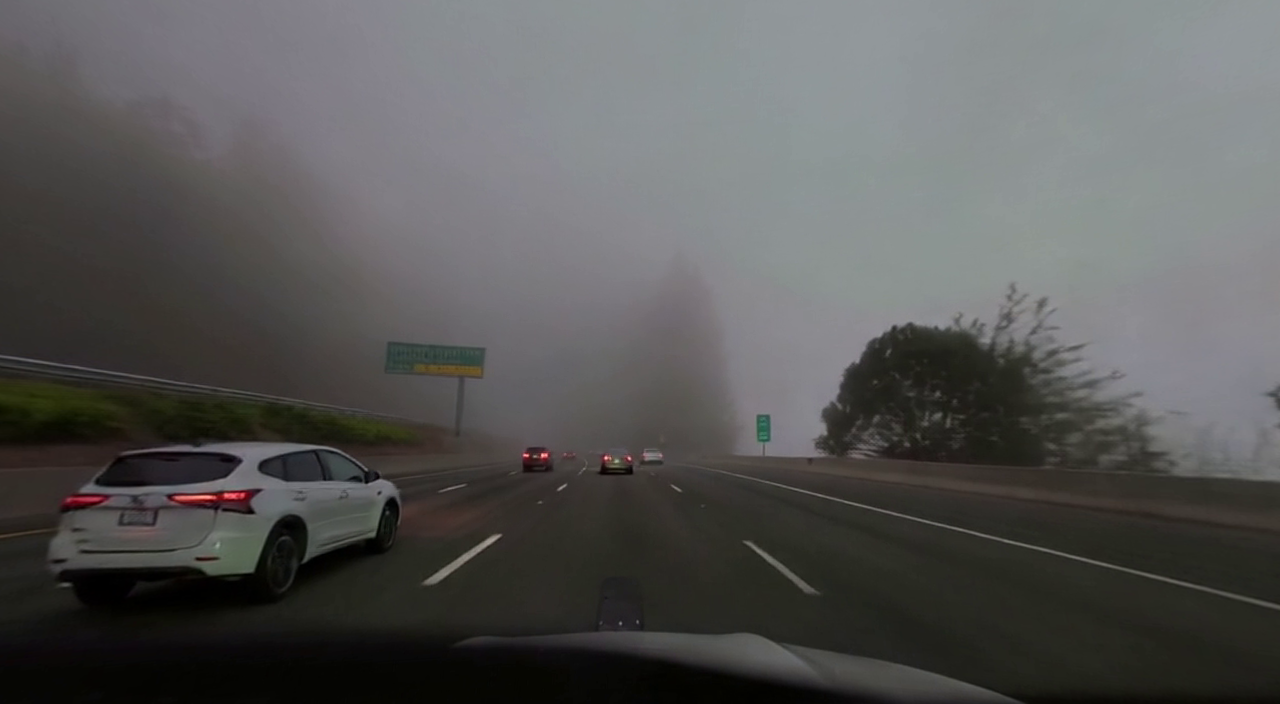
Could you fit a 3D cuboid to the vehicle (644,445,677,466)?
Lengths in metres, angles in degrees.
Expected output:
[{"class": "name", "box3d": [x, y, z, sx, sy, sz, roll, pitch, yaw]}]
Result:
[{"class": "vehicle", "box3d": [1.480, 7.619, 46.697, 2.021, 1.447, 3.985, 0, -9, -4]}]

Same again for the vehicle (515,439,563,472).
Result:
[{"class": "vehicle", "box3d": [-5.662, 5.891, 36.093, 2.244, 1.755, 4.417, 0, -9, -3]}]

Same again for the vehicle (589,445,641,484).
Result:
[{"class": "vehicle", "box3d": [-1.062, 4.516, 25.746, 1.947, 1.437, 4.345, 0, -9, -4]}]

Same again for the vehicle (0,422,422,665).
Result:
[{"class": "vehicle", "box3d": [-4.128, 1.563, 6.456, 2.049, 1.482, 4.981, 0, -9, 0]}]
